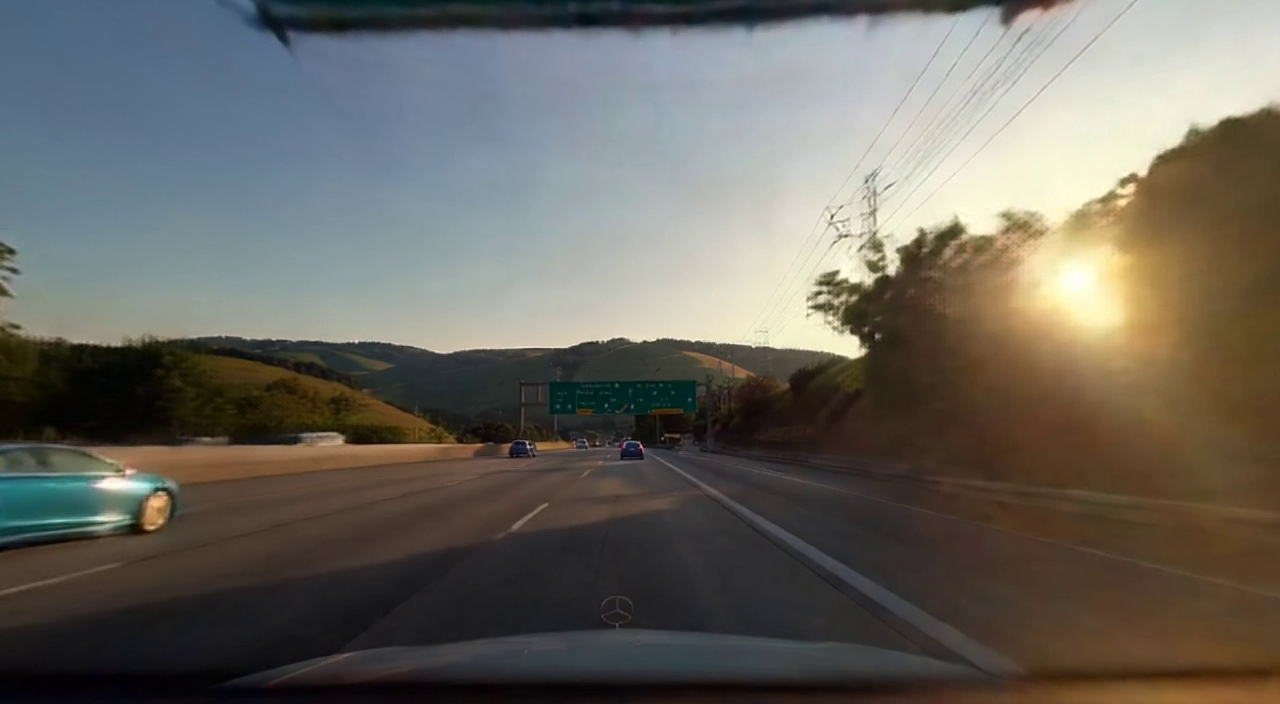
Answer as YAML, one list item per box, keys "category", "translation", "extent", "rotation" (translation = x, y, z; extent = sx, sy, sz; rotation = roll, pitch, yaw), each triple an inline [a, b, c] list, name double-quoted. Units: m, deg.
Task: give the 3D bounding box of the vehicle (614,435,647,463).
- category: "vehicle"
  translation: [-0.631, 6.356, 41.462]
  extent: [2.040, 1.715, 3.906]
  rotation: [0, -8, -1]

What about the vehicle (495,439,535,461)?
- category: "vehicle"
  translation: [-8.888, 7.033, 45.193]
  extent: [2.047, 1.486, 4.306]
  rotation: [0, -8, -1]

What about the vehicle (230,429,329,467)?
- category: "vehicle"
  translation: [-15.946, 4.276, 28.146]
  extent: [1.872, 1.498, 4.506]
  rotation: [0, -8, -1]

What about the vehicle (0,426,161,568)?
- category: "vehicle"
  translation: [-7.473, 1.471, 6.303]
  extent: [1.949, 1.428, 4.408]
  rotation: [0, -8, -1]
